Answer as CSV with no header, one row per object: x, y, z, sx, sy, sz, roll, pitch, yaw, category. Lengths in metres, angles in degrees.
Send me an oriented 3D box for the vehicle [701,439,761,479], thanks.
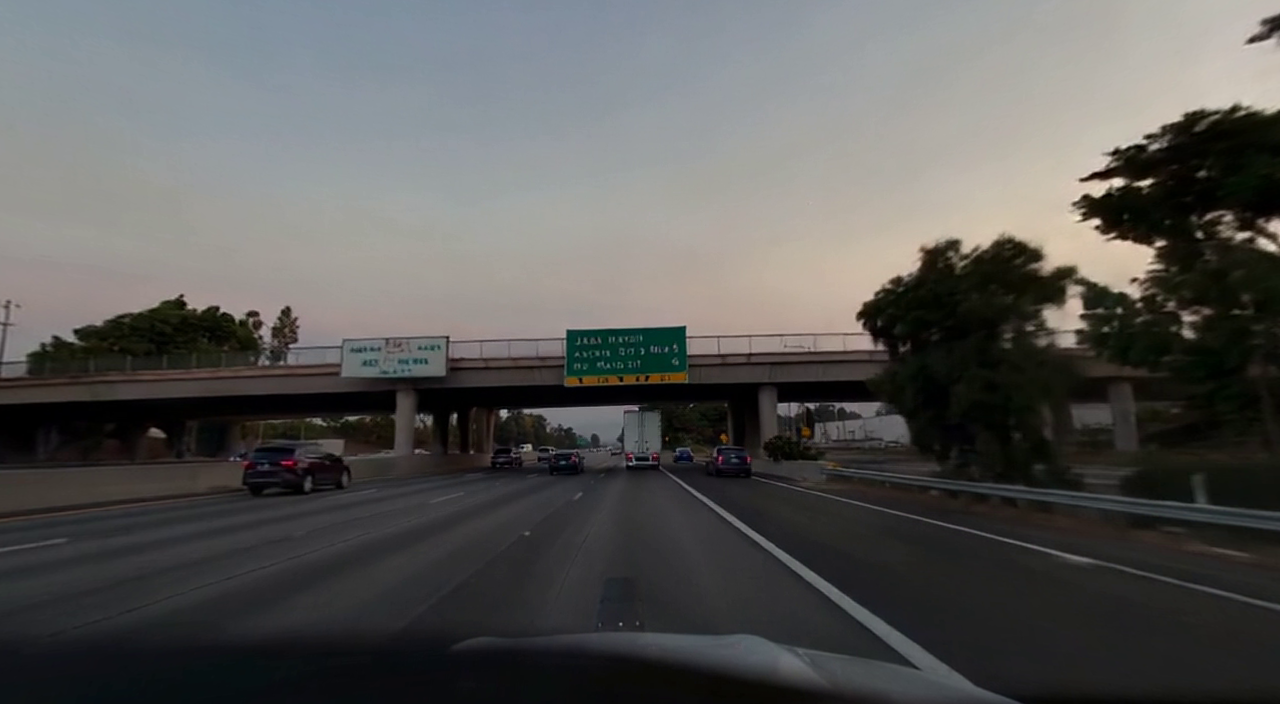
4.131,4.965,29.413,2.107,1.707,4.445,0,-9,0,vehicle

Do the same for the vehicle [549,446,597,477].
-3.566,5.909,34.296,2.083,1.576,4.307,0,-9,1,vehicle

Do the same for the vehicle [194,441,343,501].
-11.220,3.610,19.466,1.966,1.627,4.258,0,-9,0,vehicle
